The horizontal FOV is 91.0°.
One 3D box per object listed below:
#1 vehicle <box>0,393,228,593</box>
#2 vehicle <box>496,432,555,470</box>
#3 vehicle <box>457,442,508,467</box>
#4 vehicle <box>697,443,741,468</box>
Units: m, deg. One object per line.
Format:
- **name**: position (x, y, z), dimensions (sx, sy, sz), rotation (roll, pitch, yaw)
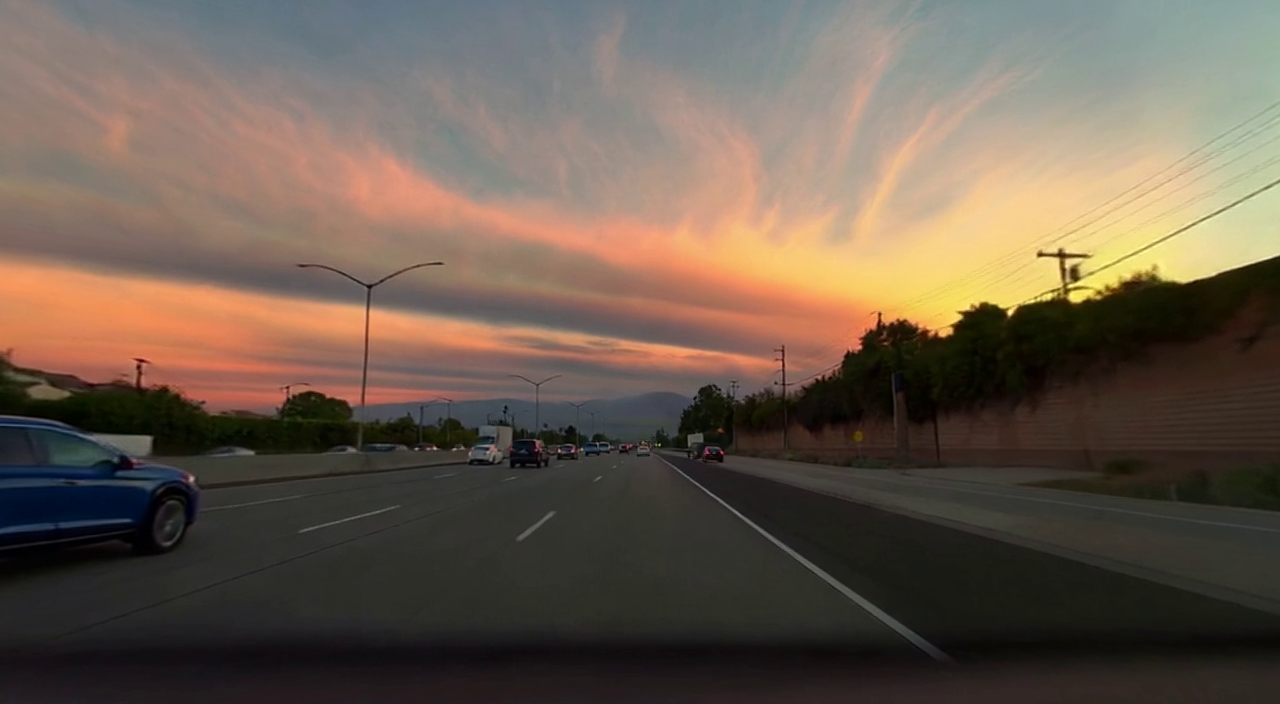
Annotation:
- **vehicle**: position (-6.521, 1.285, 5.977), dimensions (2.058, 1.698, 4.567), rotation (1, -9, 0)
- **vehicle**: position (-6.214, 5.448, 34.753), dimensions (2.255, 1.934, 4.868), rotation (1, -9, 1)
- **vehicle**: position (-9.953, 6.503, 40.095), dimensions (2.042, 1.485, 4.395), rotation (1, -9, 1)
- **vehicle**: position (5.096, 6.726, 41.107), dimensions (2.251, 1.520, 4.550), rotation (1, -9, 0)
